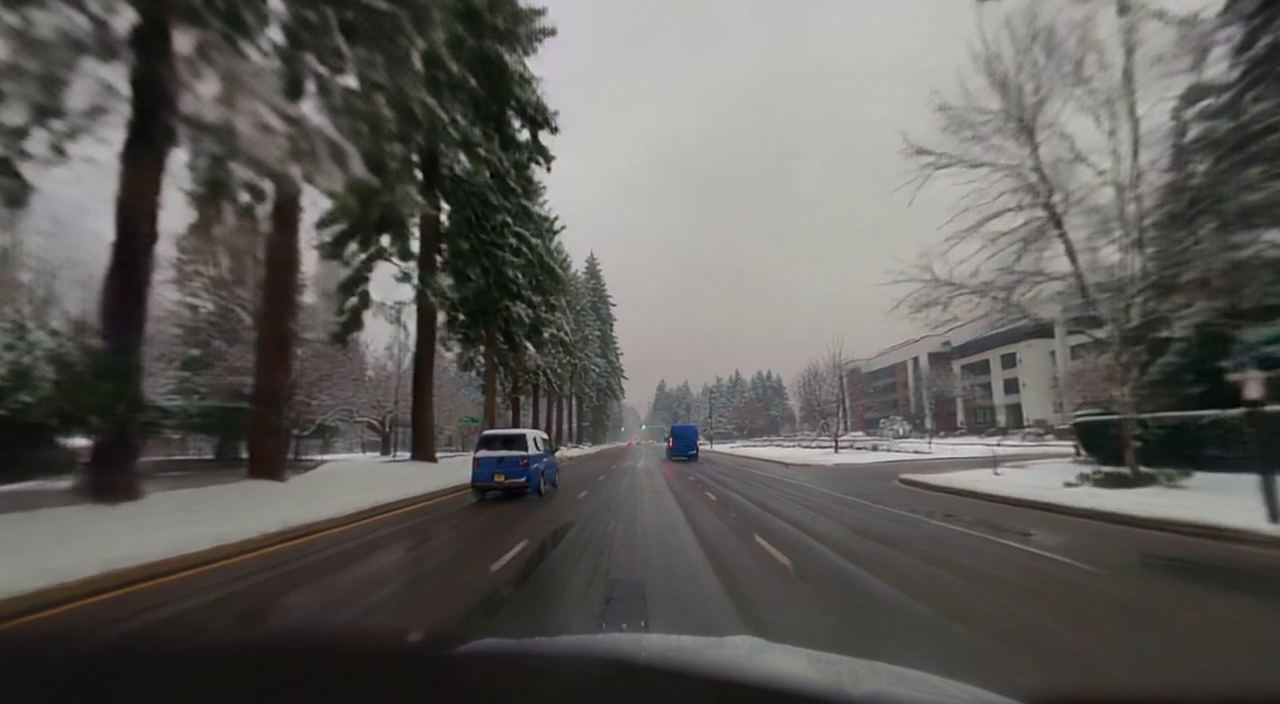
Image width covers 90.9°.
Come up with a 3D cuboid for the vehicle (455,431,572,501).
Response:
[{"bbox_3d":[-3.176,2.973,16.877,2.129,1.602,4.532,0,-8,1],"label":"vehicle"}]

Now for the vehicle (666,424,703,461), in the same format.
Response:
[{"bbox_3d":[3.349,7.044,48.762,2.349,2.671,5.744,0,-8,-1],"label":"vehicle"}]
